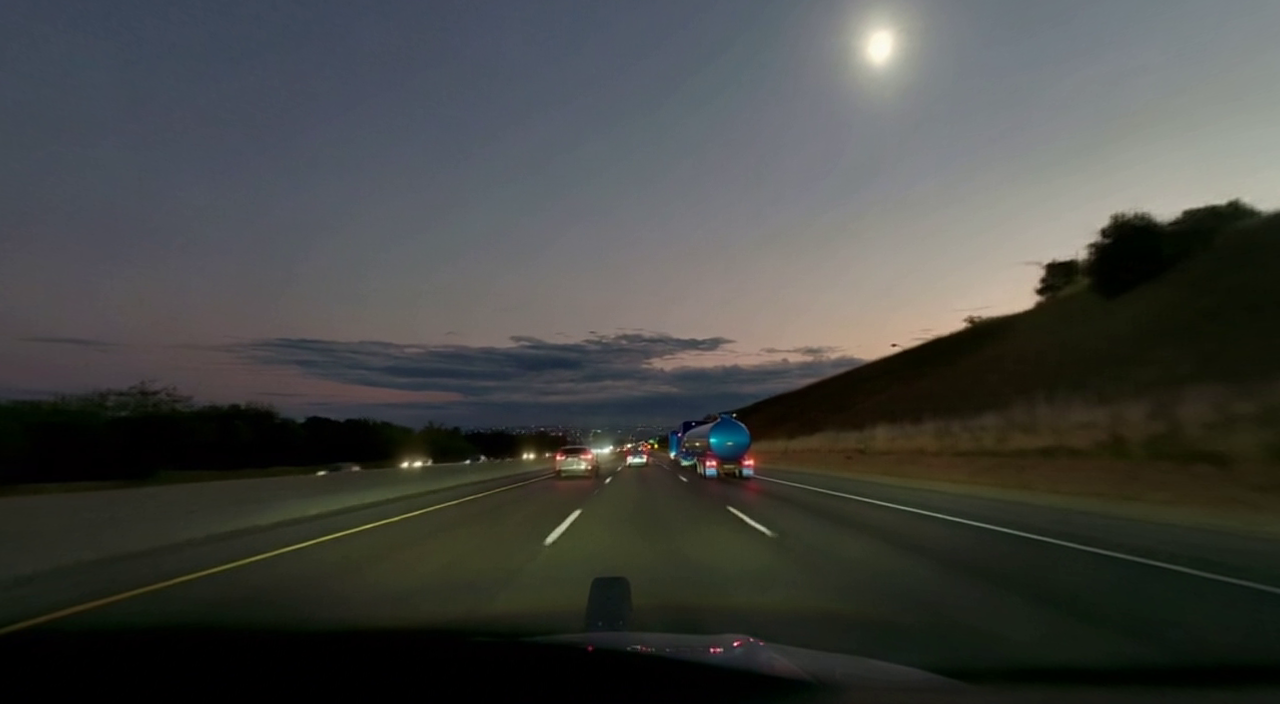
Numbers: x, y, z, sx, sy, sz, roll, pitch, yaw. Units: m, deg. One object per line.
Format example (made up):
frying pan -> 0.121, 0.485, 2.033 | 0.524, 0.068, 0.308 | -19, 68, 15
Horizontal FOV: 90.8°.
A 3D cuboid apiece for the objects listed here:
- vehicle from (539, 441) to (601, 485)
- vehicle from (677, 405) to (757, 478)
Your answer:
vehicle -> -3.058, 4.966, 28.590 | 2.258, 1.805, 4.665 | -1, -9, 1
vehicle -> 4.237, 5.507, 38.445 | 2.889, 3.606, 13.832 | 0, -9, -1
